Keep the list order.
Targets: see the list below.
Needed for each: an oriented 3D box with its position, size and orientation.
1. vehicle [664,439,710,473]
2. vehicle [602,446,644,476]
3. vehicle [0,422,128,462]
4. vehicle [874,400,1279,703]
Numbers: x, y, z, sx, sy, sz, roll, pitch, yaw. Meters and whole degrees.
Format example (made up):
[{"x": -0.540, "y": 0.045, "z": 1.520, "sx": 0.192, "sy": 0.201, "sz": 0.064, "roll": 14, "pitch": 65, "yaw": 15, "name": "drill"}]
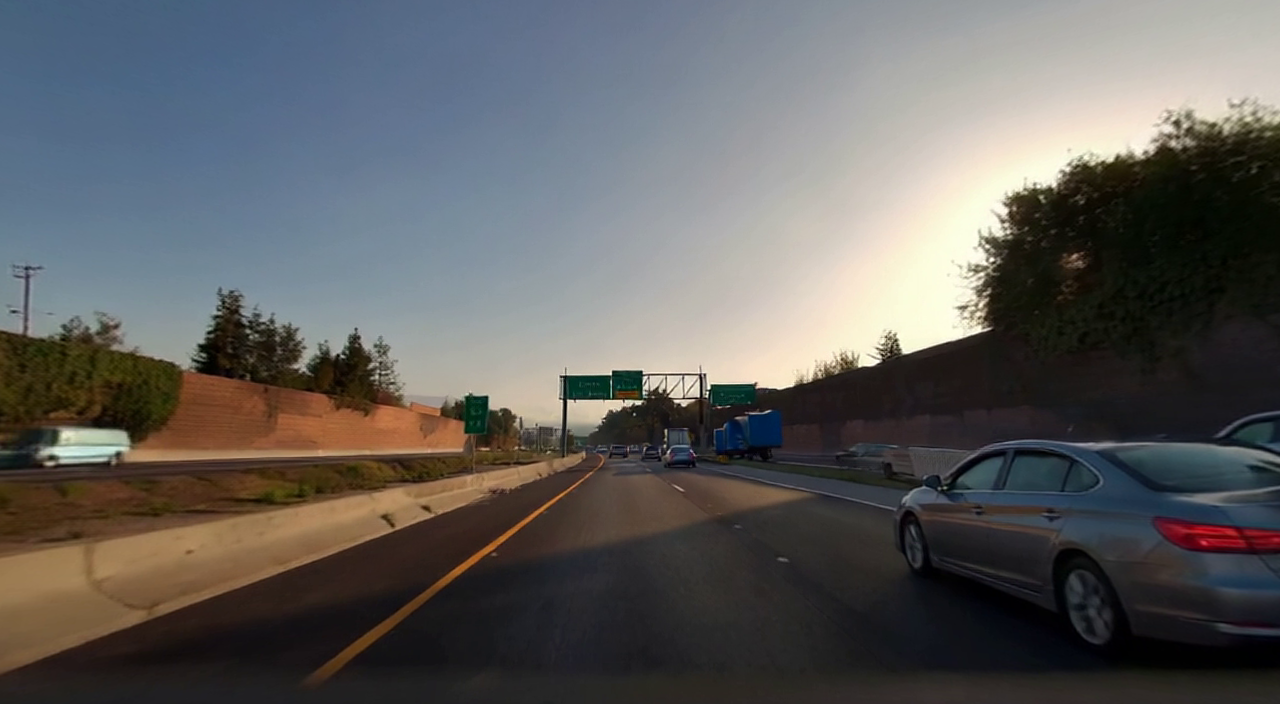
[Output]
[{"x": 2.643, "y": 6.040, "z": 36.832, "sx": 2.114, "sy": 1.849, "sz": 4.692, "roll": 0, "pitch": -9, "yaw": -3, "name": "vehicle"}, {"x": -0.906, "y": 5.746, "z": 33.502, "sx": 2.083, "sy": 1.477, "sz": 3.965, "roll": 0, "pitch": -9, "yaw": -2, "name": "vehicle"}, {"x": -34.841, "y": 5.417, "z": 37.787, "sx": 2.471, "sy": 2.188, "sz": 7.394, "roll": 0, "pitch": -9, "yaw": -3, "name": "vehicle"}, {"x": 3.289, "y": 1.160, "z": 3.958, "sx": 1.922, "sy": 1.465, "sz": 4.165, "roll": 0, "pitch": -9, "yaw": -2, "name": "vehicle"}]
